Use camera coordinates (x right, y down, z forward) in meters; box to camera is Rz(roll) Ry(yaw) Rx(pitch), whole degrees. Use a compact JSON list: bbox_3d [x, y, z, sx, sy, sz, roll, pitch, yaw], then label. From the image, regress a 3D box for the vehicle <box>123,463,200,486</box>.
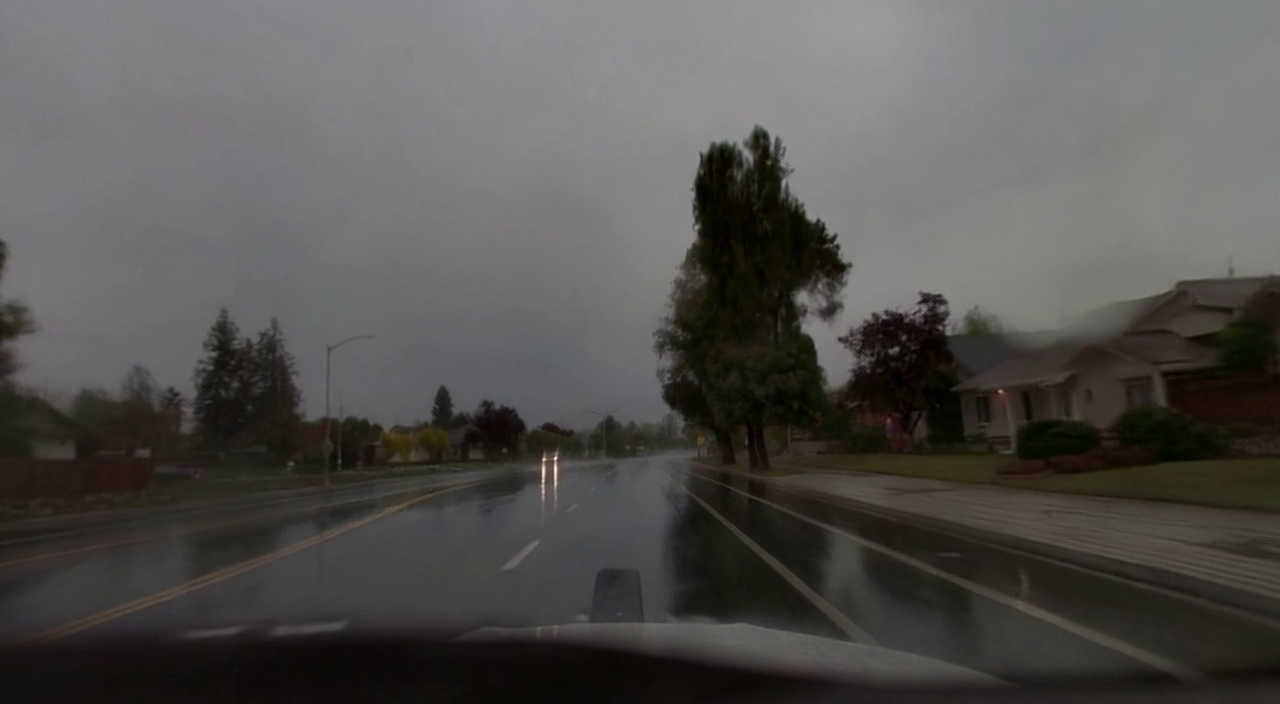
[{"bbox_3d":[-37.016,9.447,48.777,1.845,1.560,4.296,-4,-9,24],"label":"vehicle"}]
